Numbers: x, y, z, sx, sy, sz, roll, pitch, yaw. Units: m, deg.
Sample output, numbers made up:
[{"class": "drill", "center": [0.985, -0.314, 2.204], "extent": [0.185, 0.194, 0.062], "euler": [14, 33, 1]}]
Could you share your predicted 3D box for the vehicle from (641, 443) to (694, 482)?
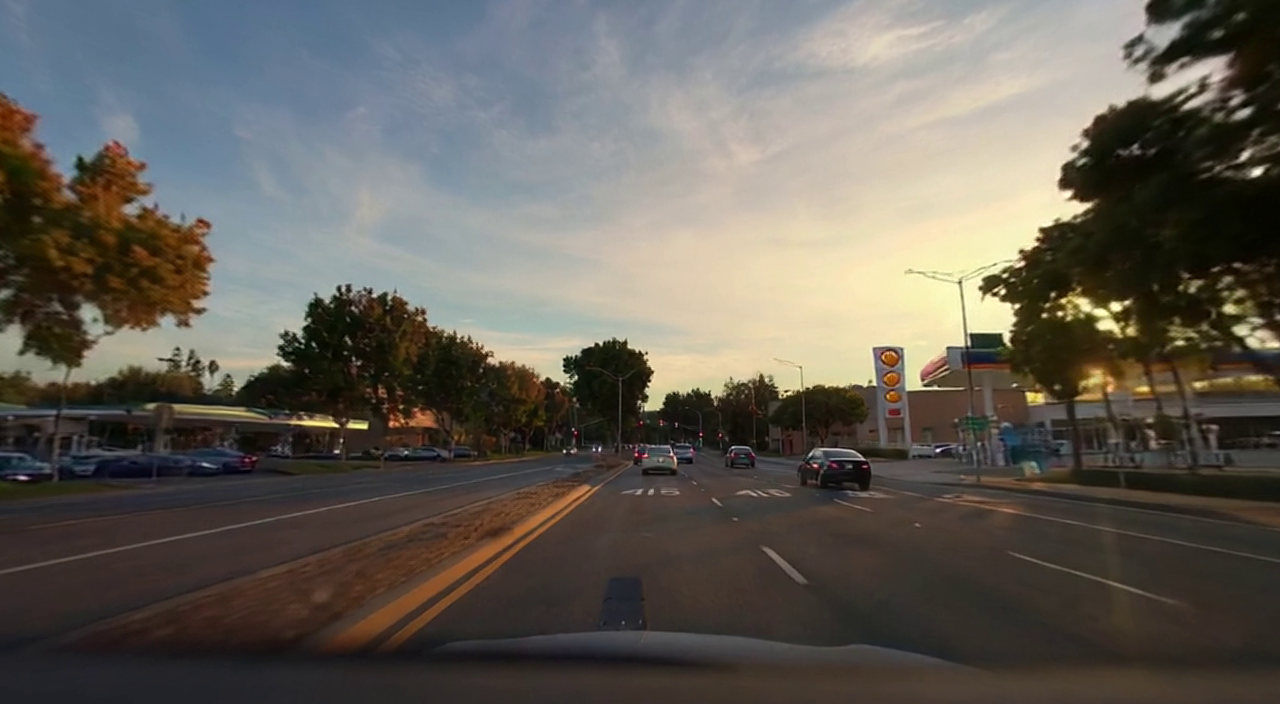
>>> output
[{"class": "vehicle", "center": [1.063, 4.585, 26.338], "extent": [1.971, 1.479, 4.493], "euler": [0, -8, 0]}]

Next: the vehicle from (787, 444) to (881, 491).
[{"class": "vehicle", "center": [6.722, 4.023, 22.311], "extent": [1.918, 1.484, 4.456], "euler": [0, -8, 0]}]

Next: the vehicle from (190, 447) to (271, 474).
[{"class": "vehicle", "center": [-28.858, 7.622, 44.473], "extent": [2.011, 1.762, 5.267], "euler": [0, -8, 3]}]

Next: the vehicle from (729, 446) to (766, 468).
[{"class": "vehicle", "center": [7.750, 7.540, 45.490], "extent": [1.930, 1.479, 4.477], "euler": [0, -8, 0]}]
